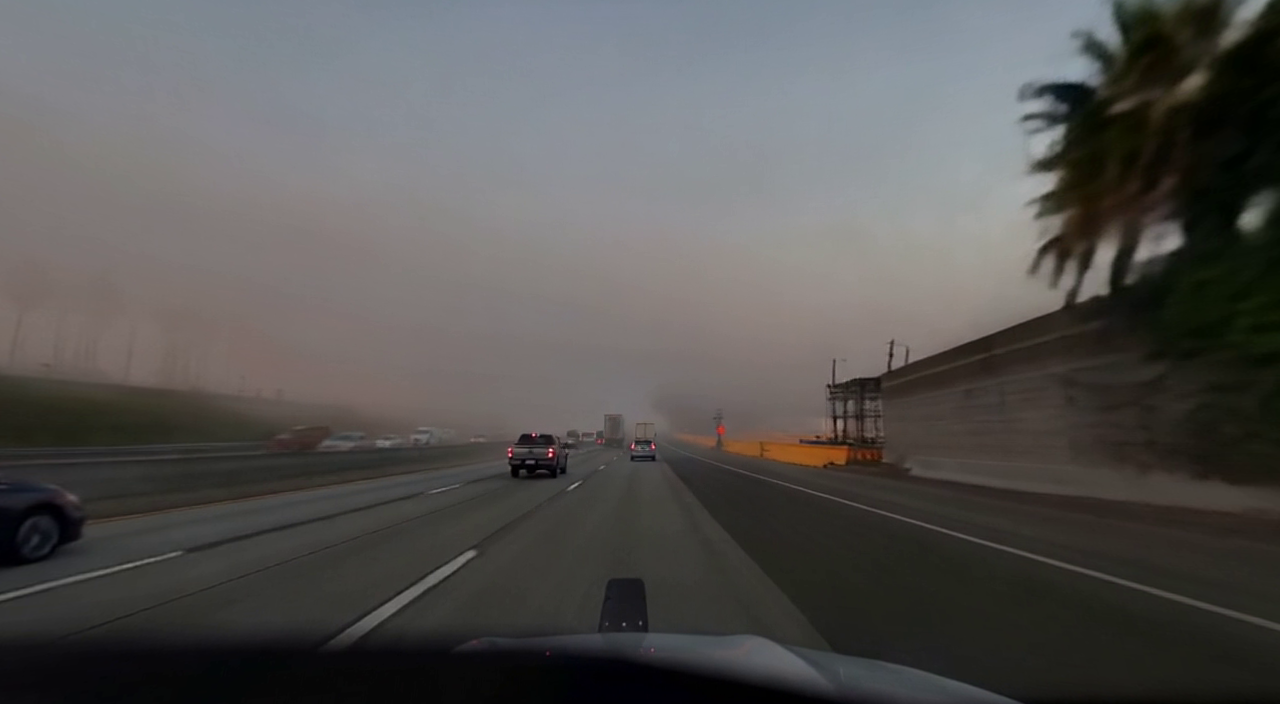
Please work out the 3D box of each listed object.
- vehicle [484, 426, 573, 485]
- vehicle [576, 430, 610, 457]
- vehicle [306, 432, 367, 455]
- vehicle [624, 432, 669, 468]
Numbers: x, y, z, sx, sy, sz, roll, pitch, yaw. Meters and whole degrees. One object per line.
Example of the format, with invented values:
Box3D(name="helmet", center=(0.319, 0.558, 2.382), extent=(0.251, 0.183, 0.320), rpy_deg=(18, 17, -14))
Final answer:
Box3D(name="vehicle", center=(-3.603, 3.455, 21.304), extent=(2.108, 1.740, 4.549), rpy_deg=(0, -8, 1))
Box3D(name="vehicle", center=(-3.558, 7.046, 48.513), extent=(2.203, 1.958, 4.848), rpy_deg=(0, -8, 1))
Box3D(name="vehicle", center=(-23.613, 7.142, 49.260), extent=(2.161, 1.688, 4.913), rpy_deg=(-1, -8, 2))
Box3D(name="vehicle", center=(0.333, 4.954, 32.078), extent=(2.136, 1.678, 4.052), rpy_deg=(0, -8, 0))
